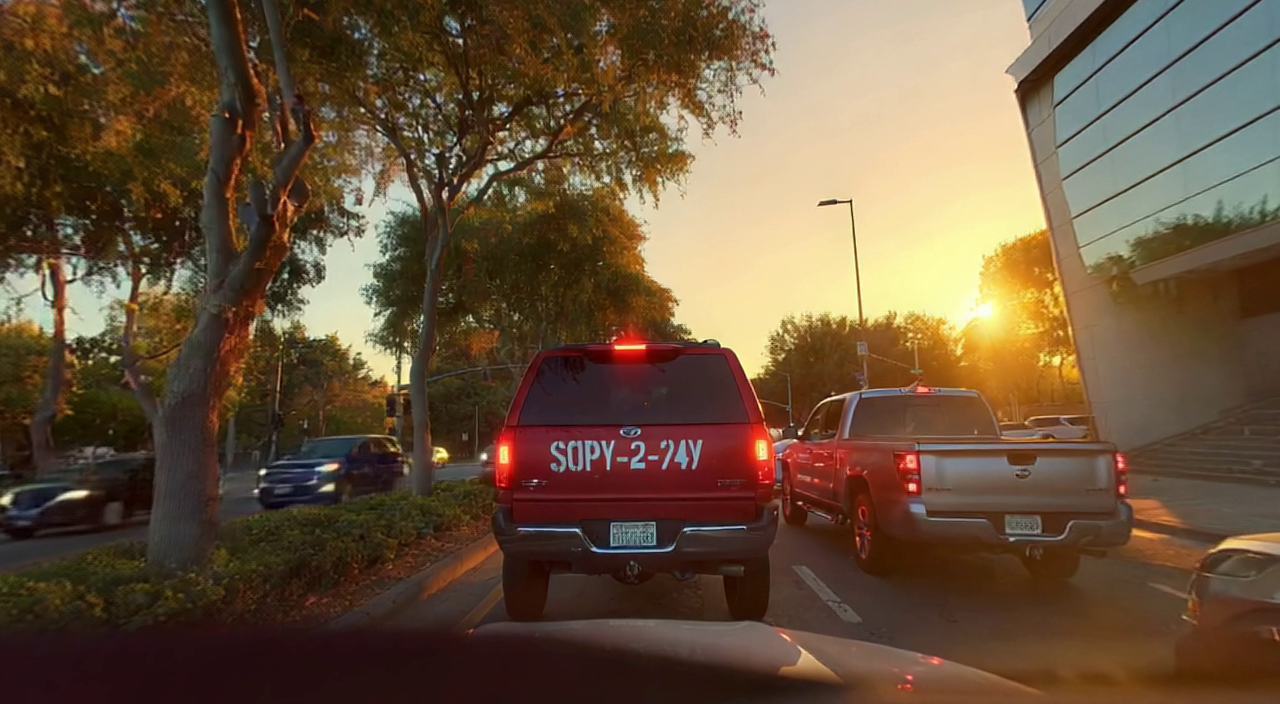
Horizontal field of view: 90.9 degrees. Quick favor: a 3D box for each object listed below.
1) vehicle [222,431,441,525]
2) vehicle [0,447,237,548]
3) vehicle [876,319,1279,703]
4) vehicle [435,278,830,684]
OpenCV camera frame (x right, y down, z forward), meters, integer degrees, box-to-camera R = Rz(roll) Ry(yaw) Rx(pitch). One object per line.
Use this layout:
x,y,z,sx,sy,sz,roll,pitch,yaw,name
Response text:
-9.102,3.798,20.069,2.873,2.199,8.099,-3,-9,1,vehicle
-12.569,3.416,15.605,2.111,1.917,4.758,-5,-8,-1,vehicle
3.079,0.984,3.469,2.022,1.700,4.410,0,-8,3,vehicle
0.011,1.038,5.946,2.267,2.372,4.366,0,-8,2,vehicle
